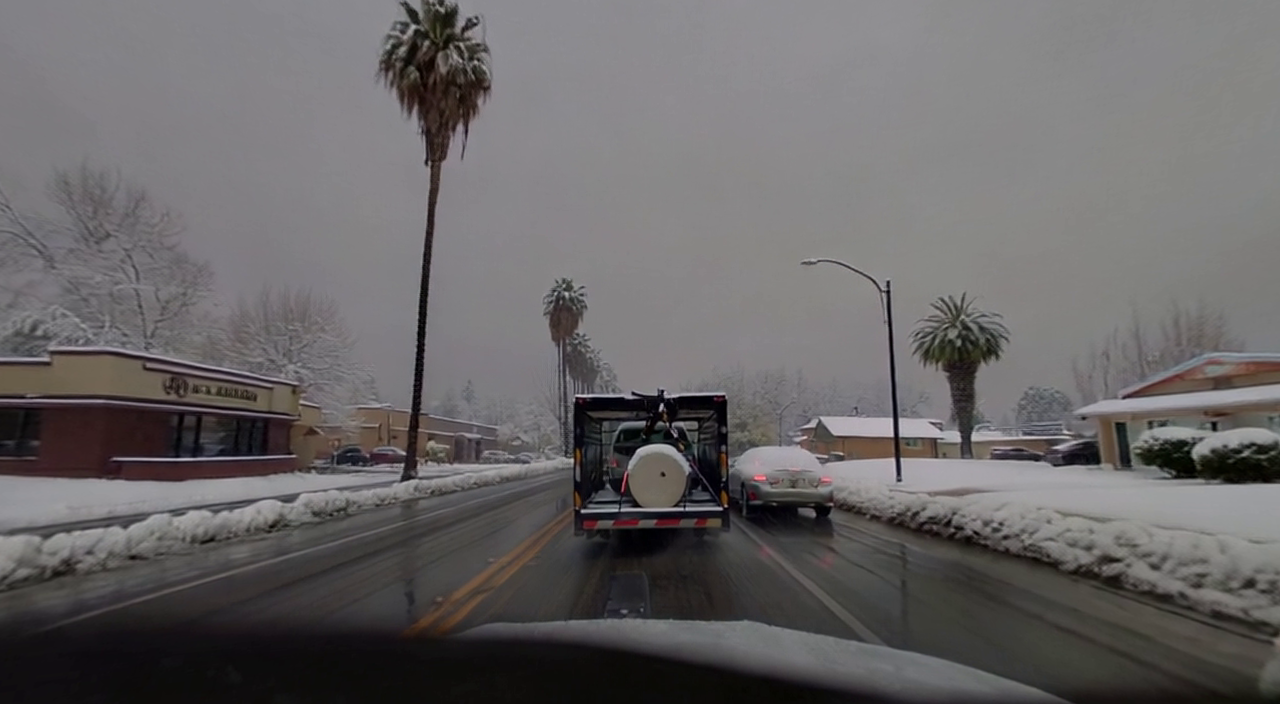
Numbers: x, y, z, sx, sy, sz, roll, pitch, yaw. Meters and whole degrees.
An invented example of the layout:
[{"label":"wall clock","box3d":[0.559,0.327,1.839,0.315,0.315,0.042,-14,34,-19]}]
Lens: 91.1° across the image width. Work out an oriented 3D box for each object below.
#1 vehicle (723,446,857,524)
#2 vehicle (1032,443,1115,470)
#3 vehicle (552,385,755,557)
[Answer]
[{"label":"vehicle","box3d":[3.198,2.908,14.330,2.010,1.499,4.107,0,-9,0]},{"label":"vehicle","box3d":[28.529,6.864,41.500,4.193,1.633,1.928,-4,-9,26]},{"label":"vehicle","box3d":[0.187,2.093,11.800,2.728,2.305,6.506,0,-9,0]}]
